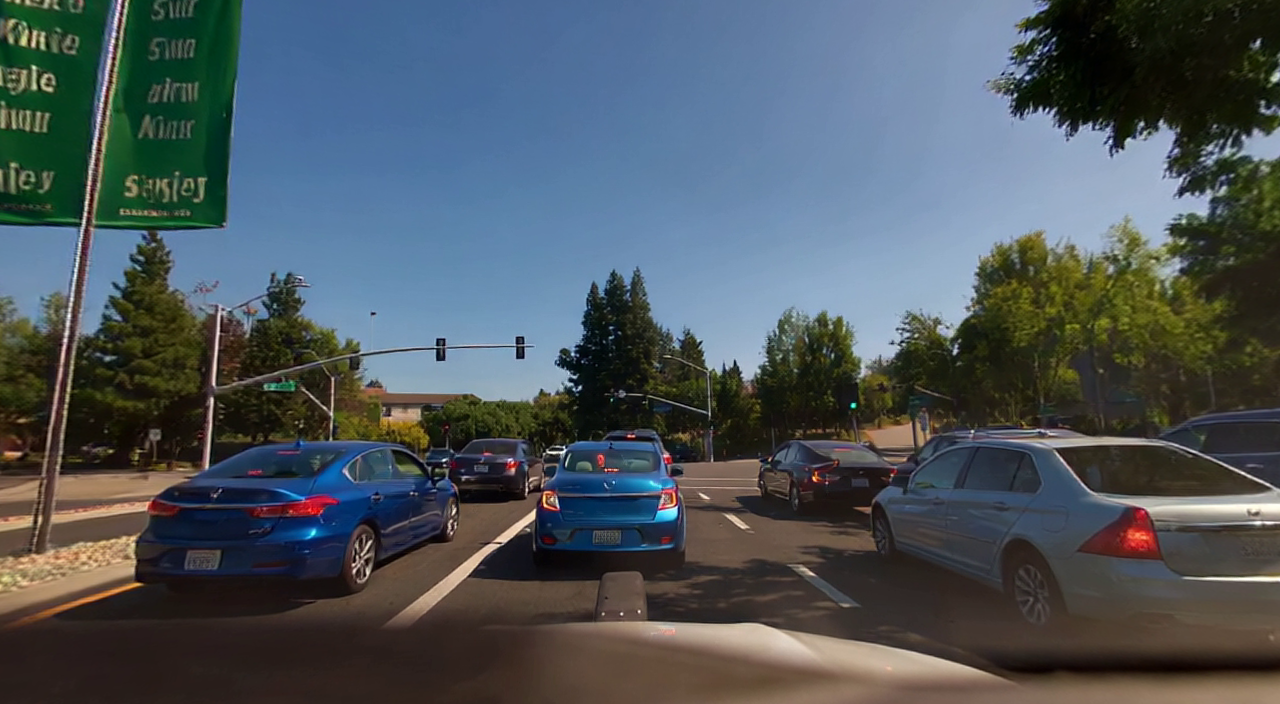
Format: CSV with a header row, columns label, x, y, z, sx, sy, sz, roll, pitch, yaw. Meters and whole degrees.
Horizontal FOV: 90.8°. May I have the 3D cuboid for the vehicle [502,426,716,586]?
label,x,y,z,sx,sy,sz,roll,pitch,yaw
vehicle,-0.315,1.724,7.819,1.994,1.479,3.647,0,-9,-1

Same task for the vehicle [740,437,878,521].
label,x,y,z,sx,sy,sz,roll,pitch,yaw
vehicle,3.396,2.612,13.497,1.852,1.498,3.825,0,-9,-1

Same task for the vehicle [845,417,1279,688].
label,x,y,z,sx,sy,sz,roll,pitch,yaw
vehicle,3.596,1.438,5.762,1.953,1.471,4.470,0,-9,0

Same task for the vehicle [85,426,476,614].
label,x,y,z,sx,sy,sz,roll,pitch,yaw
vehicle,-3.370,1.633,7.091,1.929,1.457,4.136,0,-9,0
